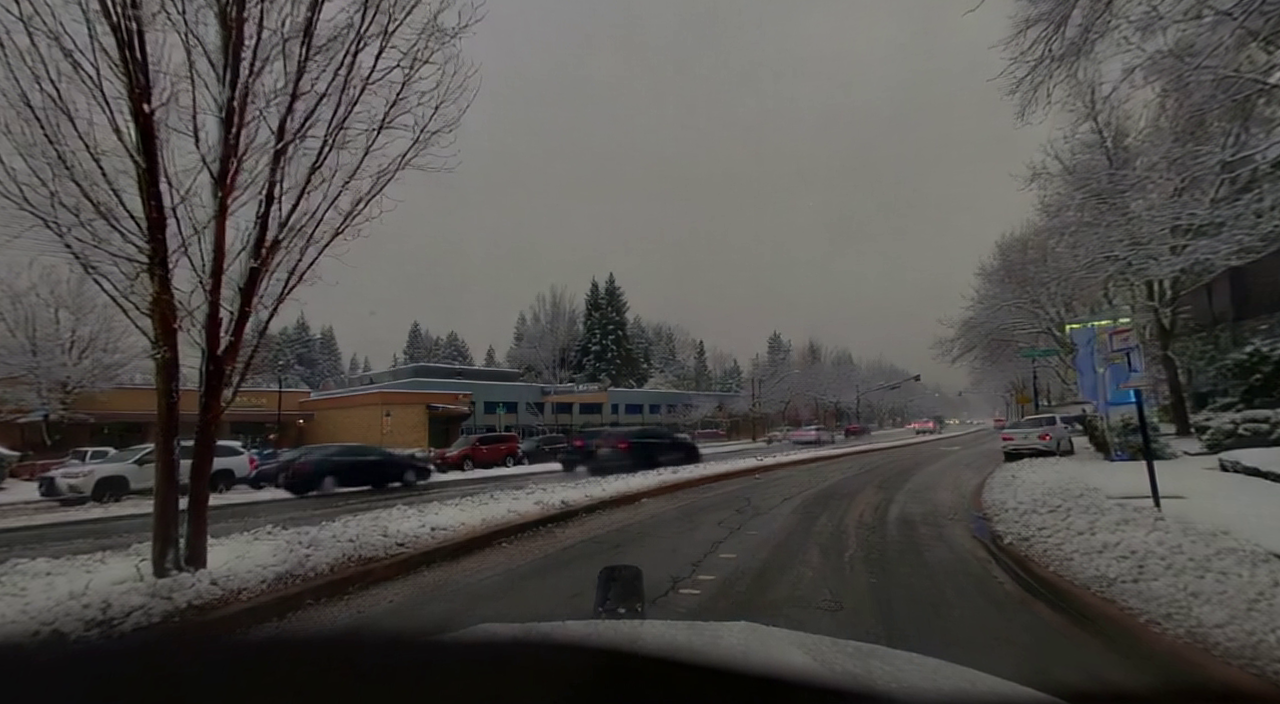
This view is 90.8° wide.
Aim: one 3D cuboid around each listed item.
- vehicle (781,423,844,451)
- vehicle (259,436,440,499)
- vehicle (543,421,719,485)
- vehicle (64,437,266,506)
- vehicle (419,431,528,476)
[{"bbox_3d":[10.919,5.336,39.690,2.040,1.625,5.119,-5,-10,36],"label":"vehicle"},{"bbox_3d":[-9.643,3.822,21.317,2.313,1.688,5.015,-12,-12,39],"label":"vehicle"},{"bbox_3d":[-0.130,2.945,18.456,2.201,1.574,5.060,-11,-13,42],"label":"vehicle"},{"bbox_3d":[-15.754,3.909,21.269,2.294,2.000,4.788,-7,-10,33],"label":"vehicle"},{"bbox_3d":[-8.239,5.002,31.723,2.134,1.924,4.911,-7,-8,41],"label":"vehicle"}]
